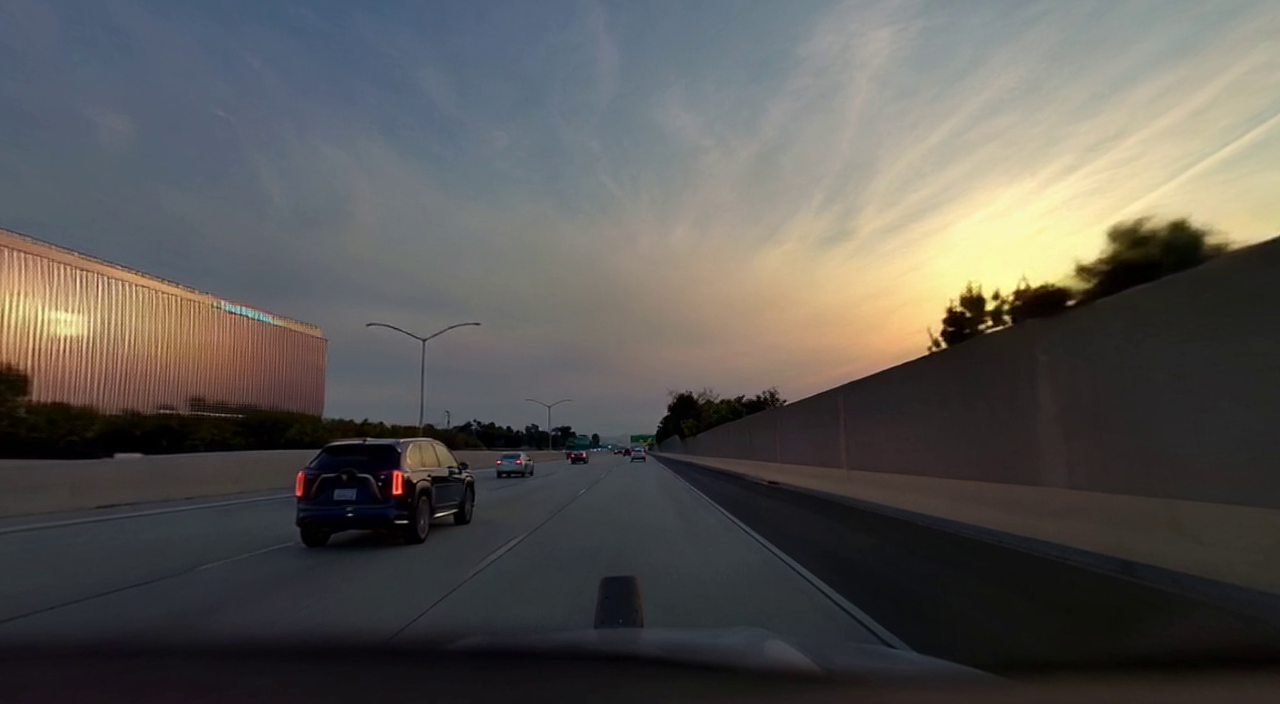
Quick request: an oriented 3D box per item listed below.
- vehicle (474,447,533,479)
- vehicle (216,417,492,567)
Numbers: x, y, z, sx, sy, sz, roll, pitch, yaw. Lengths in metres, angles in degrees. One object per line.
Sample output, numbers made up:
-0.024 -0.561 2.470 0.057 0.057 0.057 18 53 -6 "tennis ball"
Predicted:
-7.215 5.924 33.886 1.998 1.542 4.953 0 -9 1 "vehicle"
-3.878 1.983 9.674 2.059 1.725 4.521 0 -9 1 "vehicle"
